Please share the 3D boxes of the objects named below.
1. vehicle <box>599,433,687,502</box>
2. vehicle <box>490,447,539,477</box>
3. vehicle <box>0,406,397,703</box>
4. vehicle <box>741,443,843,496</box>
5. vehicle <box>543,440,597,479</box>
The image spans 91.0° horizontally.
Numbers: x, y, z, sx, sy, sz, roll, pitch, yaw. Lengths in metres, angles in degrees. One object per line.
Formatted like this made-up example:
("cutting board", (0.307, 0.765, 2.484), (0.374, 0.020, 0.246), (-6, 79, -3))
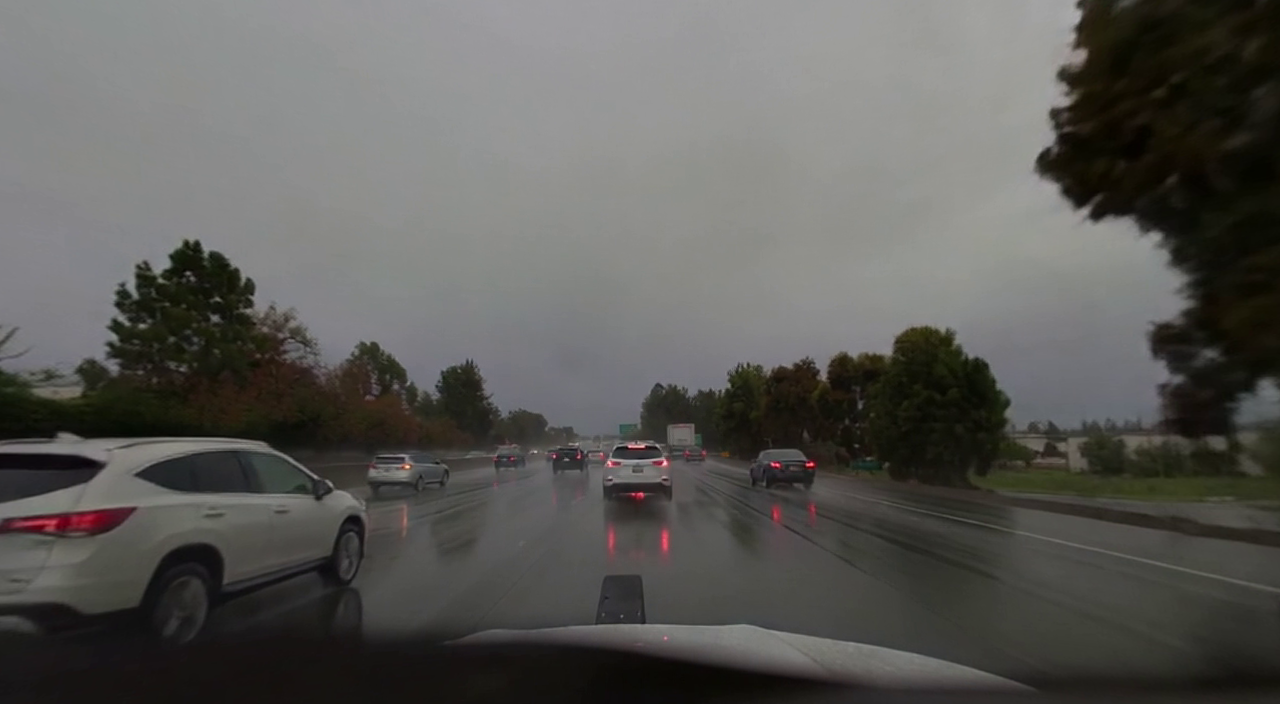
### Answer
("vehicle", (0.094, 3.218, 17.972), (2.223, 1.722, 4.177), (0, -8, 0))
("vehicle", (-7.198, 6.331, 36.523), (1.931, 1.617, 4.060), (0, -8, 1))
("vehicle", (-3.559, 1.238, 4.281), (2.011, 1.498, 4.341), (0, -8, 1))
("vehicle", (4.670, 3.675, 20.120), (2.006, 1.474, 4.669), (0, -8, -1))
("vehicle", (-3.448, 5.388, 31.752), (2.142, 1.808, 4.266), (0, -8, 1))
